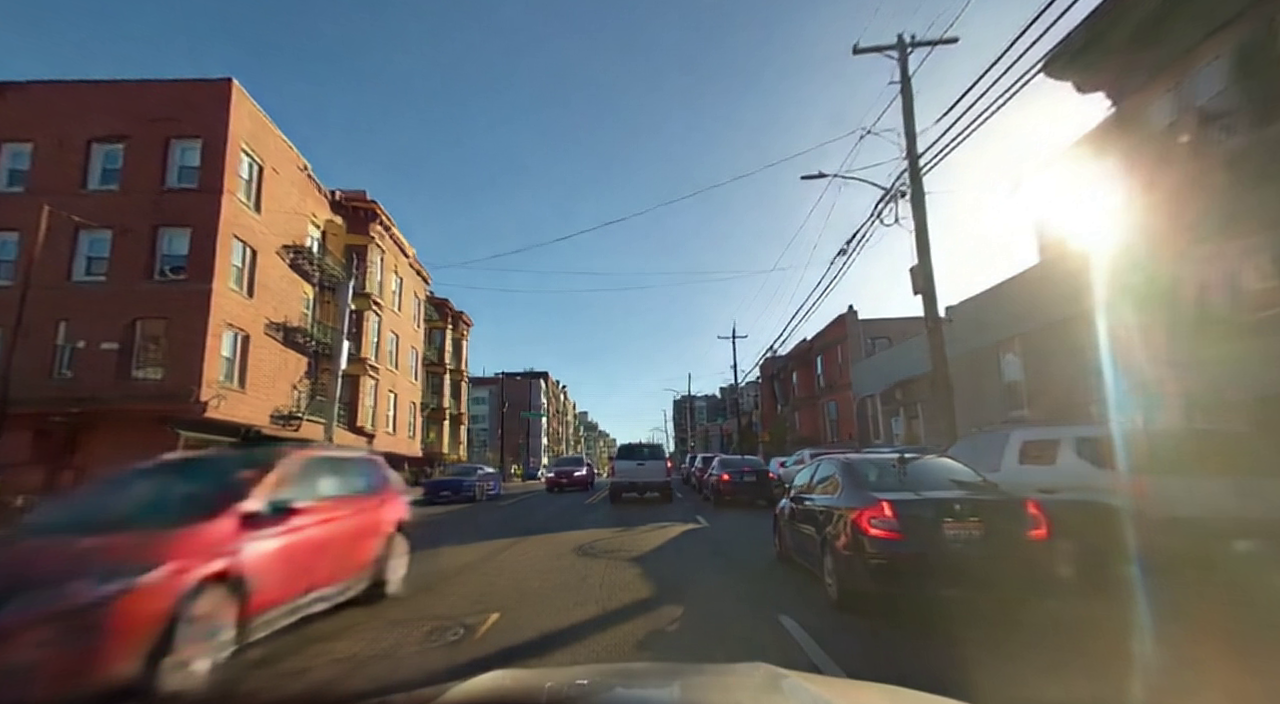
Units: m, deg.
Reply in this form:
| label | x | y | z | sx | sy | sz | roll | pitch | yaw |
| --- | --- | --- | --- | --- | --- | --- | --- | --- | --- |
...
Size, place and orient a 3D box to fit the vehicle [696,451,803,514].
| label | x | y | z | sx | sy | sz | roll | pitch | yaw |
| --- | --- | --- | --- | --- | --- | --- | --- | --- | --- |
| vehicle | 2.921 | 3.606 | 18.081 | 2.116 | 1.487 | 4.988 | 0 | -8 | -1 |

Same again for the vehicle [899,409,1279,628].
| label | x | y | z | sx | sy | sz | roll | pitch | yaw |
| --- | --- | --- | --- | --- | --- | --- | --- | --- | --- |
| vehicle | 5.386 | 1.780 | 7.938 | 2.093 | 1.818 | 5.189 | 0 | -8 | 1 |

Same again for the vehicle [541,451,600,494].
| label | x | y | z | sx | sy | sz | roll | pitch | yaw |
| --- | --- | --- | --- | --- | --- | --- | --- | --- | --- |
| vehicle | -2.953 | 5.253 | 27.849 | 2.023 | 1.646 | 4.282 | 0 | -9 | 1 |

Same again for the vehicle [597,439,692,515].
| label | x | y | z | sx | sy | sz | roll | pitch | yaw |
| --- | --- | --- | --- | --- | --- | --- | --- | --- | --- |
| vehicle | 0.058 | 3.241 | 16.854 | 2.232 | 1.736 | 4.036 | 0 | -8 | -1 |

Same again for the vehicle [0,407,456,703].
| label | x | y | z | sx | sy | sz | roll | pitch | yaw |
| --- | --- | --- | --- | --- | --- | --- | --- | --- | --- |
| vehicle | -3.478 | 1.513 | 5.911 | 2.112 | 1.705 | 4.365 | 0 | -9 | 1 |

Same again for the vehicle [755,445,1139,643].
| label | x | y | z | sx | sy | sz | roll | pitch | yaw |
| --- | --- | --- | --- | --- | --- | --- | --- | --- | --- |
| vehicle | 2.720 | 1.777 | 7.022 | 2.029 | 1.460 | 4.451 | 0 | -8 | 0 |
